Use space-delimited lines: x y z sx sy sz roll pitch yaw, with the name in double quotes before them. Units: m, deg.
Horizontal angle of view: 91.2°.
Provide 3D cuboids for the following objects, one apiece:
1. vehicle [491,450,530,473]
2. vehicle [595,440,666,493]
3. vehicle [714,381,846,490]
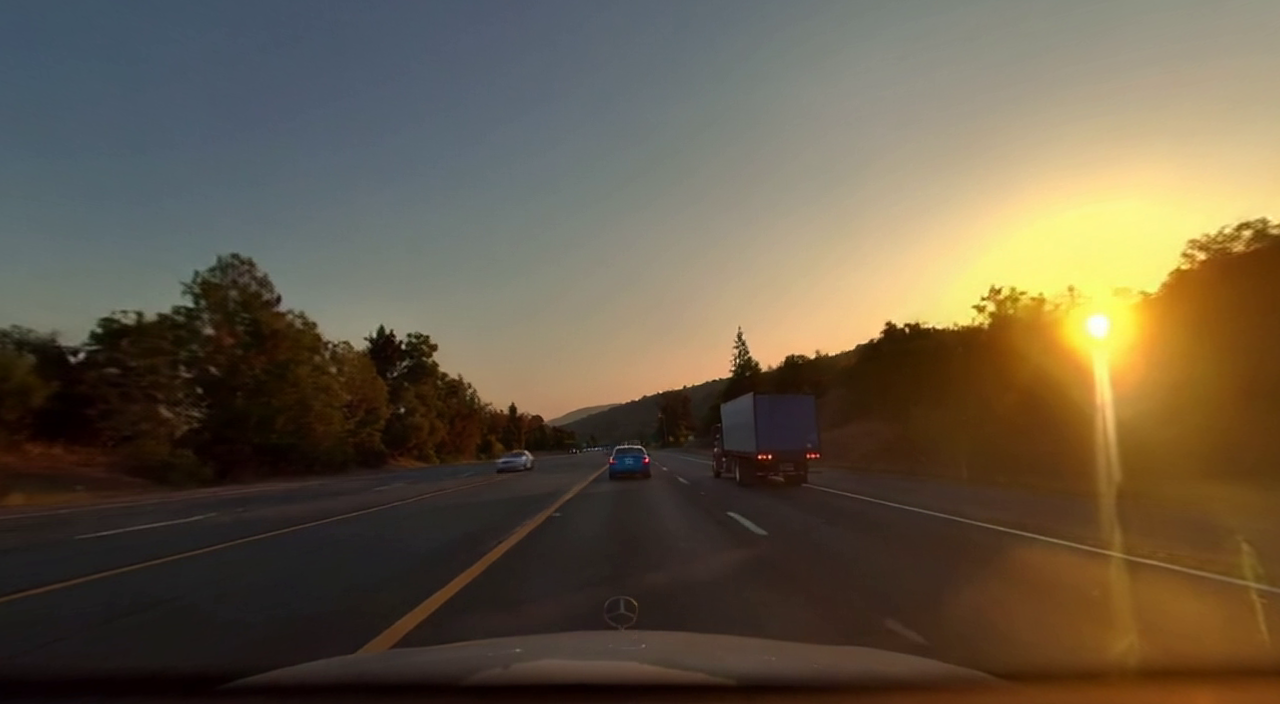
"vehicle" -9.023 7.668 43.930 1.844 1.501 3.817 -1 -9 0
"vehicle" -0.289 3.623 20.172 2.066 1.490 3.759 -1 -9 0
"vehicle" 4.561 3.001 22.194 2.791 3.201 7.145 0 -9 -2
